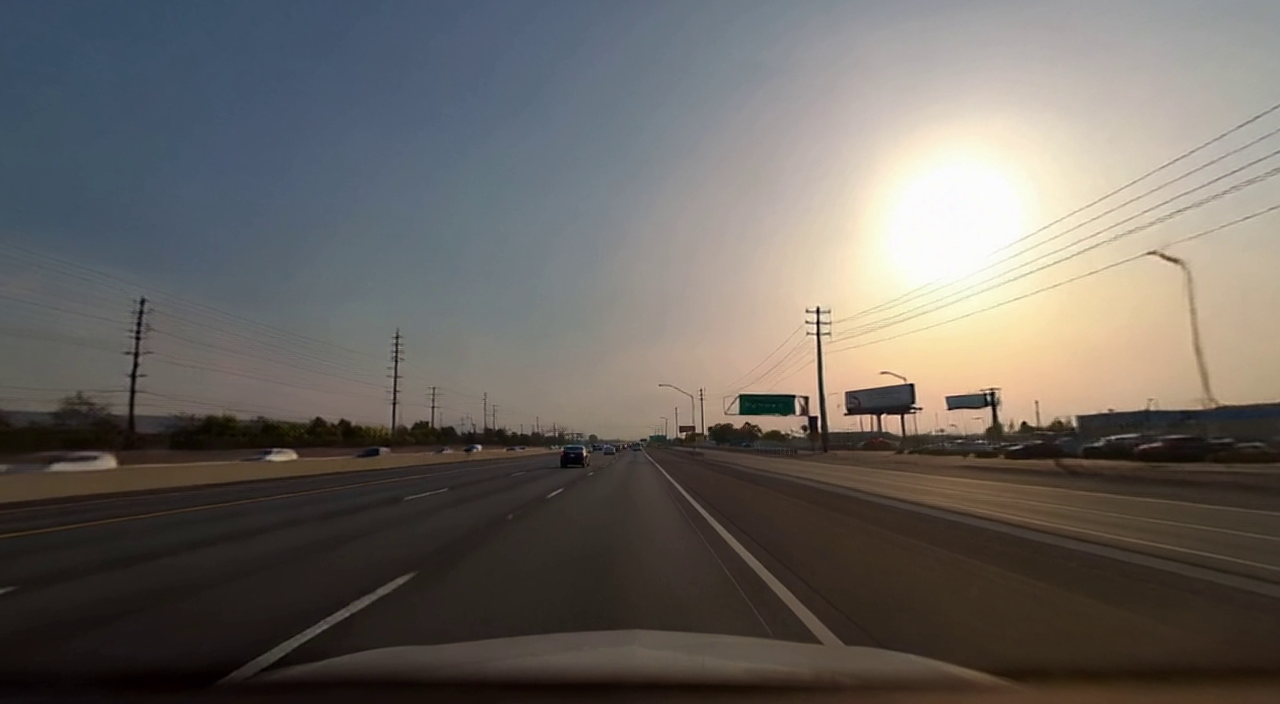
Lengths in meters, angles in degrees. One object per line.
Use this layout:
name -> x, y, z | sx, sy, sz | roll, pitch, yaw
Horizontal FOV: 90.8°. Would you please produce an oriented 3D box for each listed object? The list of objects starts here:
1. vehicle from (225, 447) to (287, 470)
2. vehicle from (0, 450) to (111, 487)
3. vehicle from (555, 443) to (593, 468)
vehicle -> -29.284, 8.135, 48.337 | 1.885, 1.617, 4.407 | 0, -9, 0
vehicle -> -28.692, 5.627, 30.755 | 1.809, 1.455, 4.744 | -3, -7, 0
vehicle -> -4.194, 6.667, 40.842 | 1.940, 1.479, 4.545 | 0, -9, 1
